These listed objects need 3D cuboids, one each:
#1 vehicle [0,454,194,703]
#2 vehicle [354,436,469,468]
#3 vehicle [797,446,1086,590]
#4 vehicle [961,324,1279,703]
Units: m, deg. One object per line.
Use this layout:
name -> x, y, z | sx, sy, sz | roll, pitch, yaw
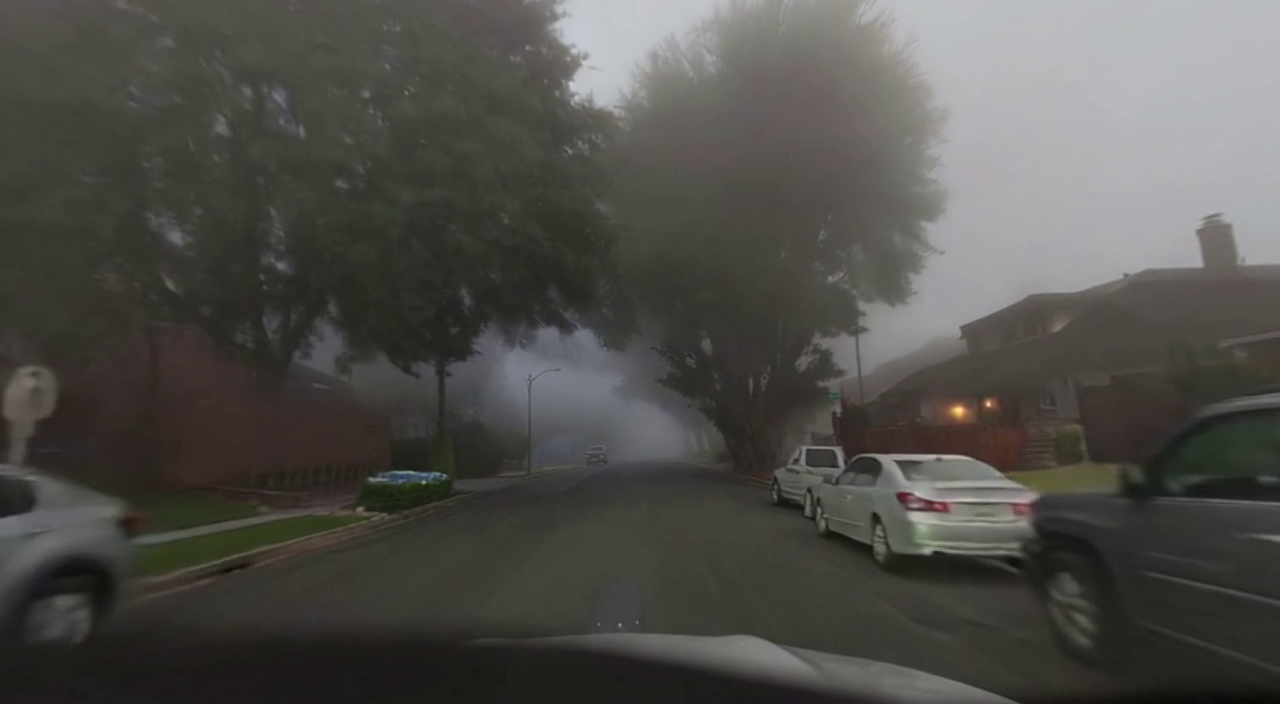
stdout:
vehicle -> -4.529, 1.143, 2.532 | 2.234, 1.377, 4.413 | -2, -10, 1
vehicle -> -13.442, 5.946, 37.505 | 5.863, 1.773, 2.451 | 0, -9, -3
vehicle -> 3.704, 2.064, 8.789 | 1.857, 1.480, 4.201 | 0, -8, -1
vehicle -> 3.848, 0.788, 2.238 | 2.350, 1.912, 5.696 | 0, -8, -1
